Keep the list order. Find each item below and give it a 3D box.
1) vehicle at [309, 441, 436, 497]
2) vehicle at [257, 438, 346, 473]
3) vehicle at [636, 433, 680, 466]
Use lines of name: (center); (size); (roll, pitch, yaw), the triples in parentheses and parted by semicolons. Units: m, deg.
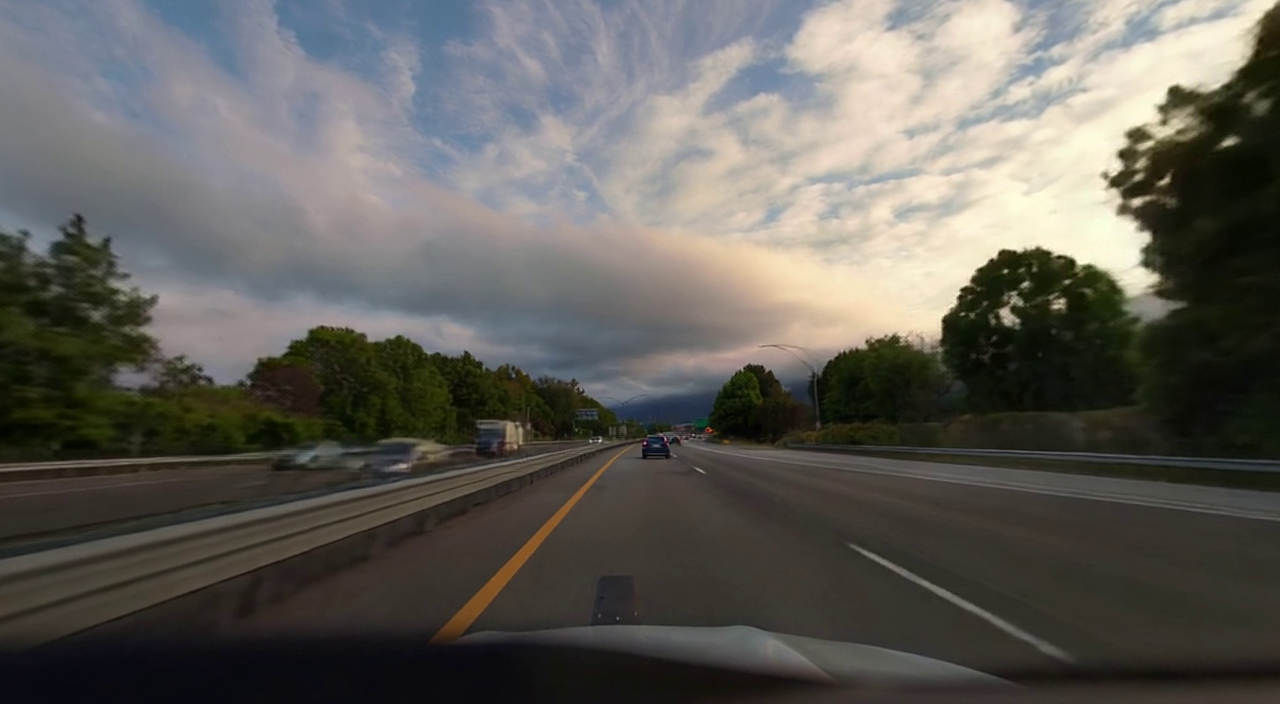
vehicle: (-7.879, 3.433, 19.053); (1.968, 1.481, 4.273); (0, -8, 0)
vehicle: (-15.620, 4.763, 29.339); (1.874, 1.504, 4.139); (0, -8, 0)
vehicle: (0.824, 4.817, 31.393); (2.046, 1.526, 3.903); (0, -8, 0)
